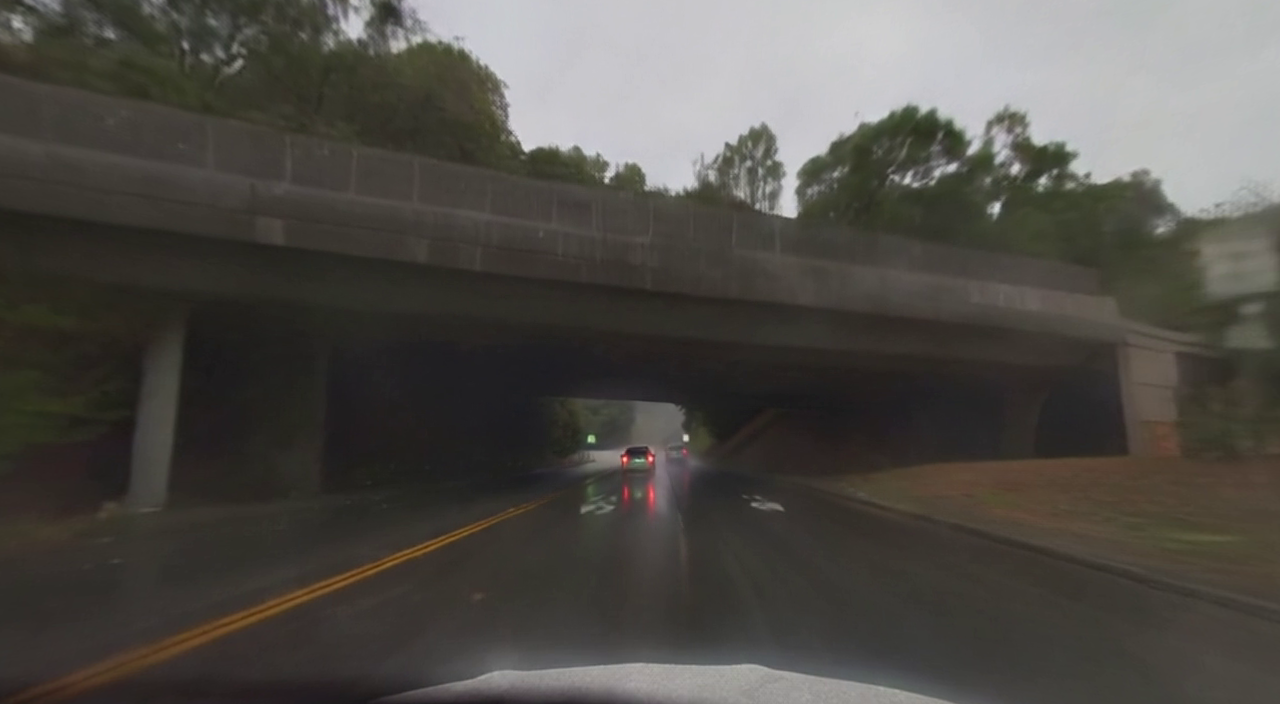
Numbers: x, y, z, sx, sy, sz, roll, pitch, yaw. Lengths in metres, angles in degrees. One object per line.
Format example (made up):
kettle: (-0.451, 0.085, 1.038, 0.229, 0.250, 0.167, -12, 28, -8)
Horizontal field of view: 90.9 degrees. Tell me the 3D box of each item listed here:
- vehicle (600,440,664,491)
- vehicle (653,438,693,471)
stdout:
vehicle: (-0.211, 3.949, 22.123, 2.037, 1.601, 3.643, 0, -9, 1)
vehicle: (2.080, 6.685, 41.185, 2.273, 2.010, 4.396, 0, -9, -2)
